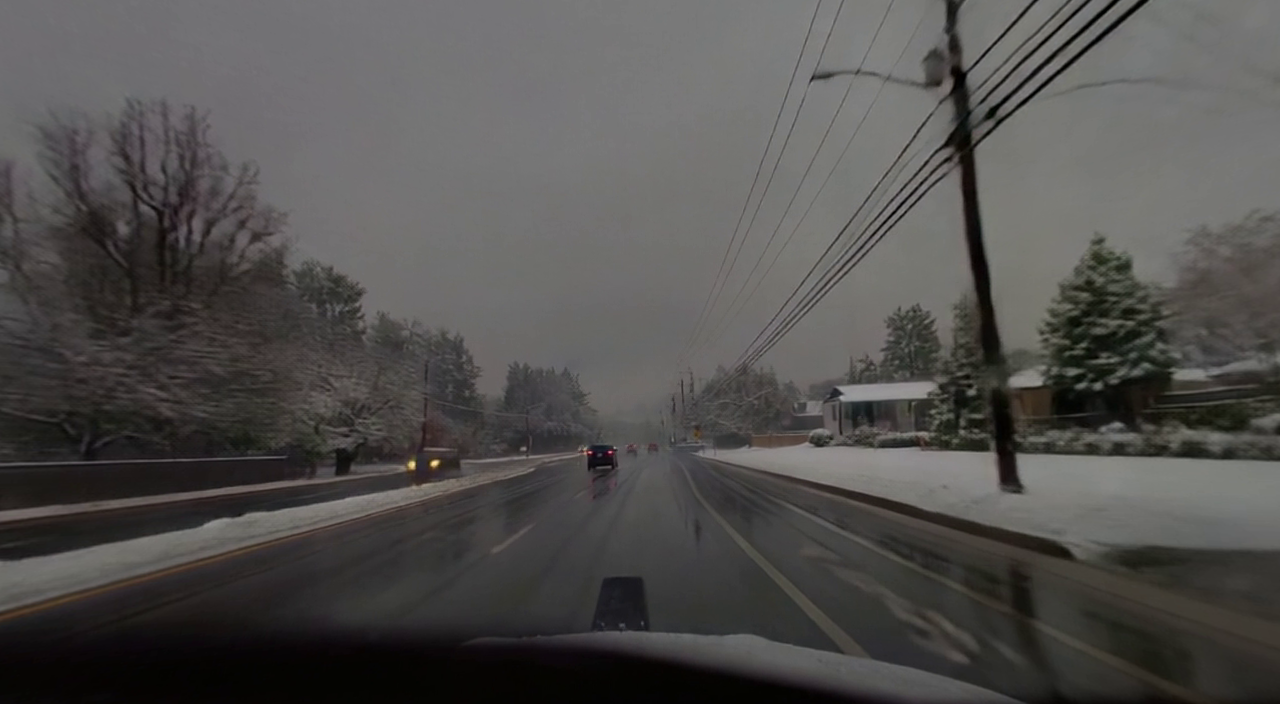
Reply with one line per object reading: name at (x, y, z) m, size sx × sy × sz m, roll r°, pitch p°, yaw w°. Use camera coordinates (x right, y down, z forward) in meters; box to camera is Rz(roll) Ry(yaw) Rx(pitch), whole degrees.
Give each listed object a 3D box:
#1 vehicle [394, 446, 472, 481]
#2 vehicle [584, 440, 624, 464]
vehicle at (-9.903, 5.330, 30.571) m, size 2.106 × 1.524 × 4.624 m, roll 0°, pitch -8°, yaw 1°
vehicle at (-2.294, 6.527, 41.403) m, size 2.084 × 1.466 × 4.522 m, roll -1°, pitch -8°, yaw 3°
